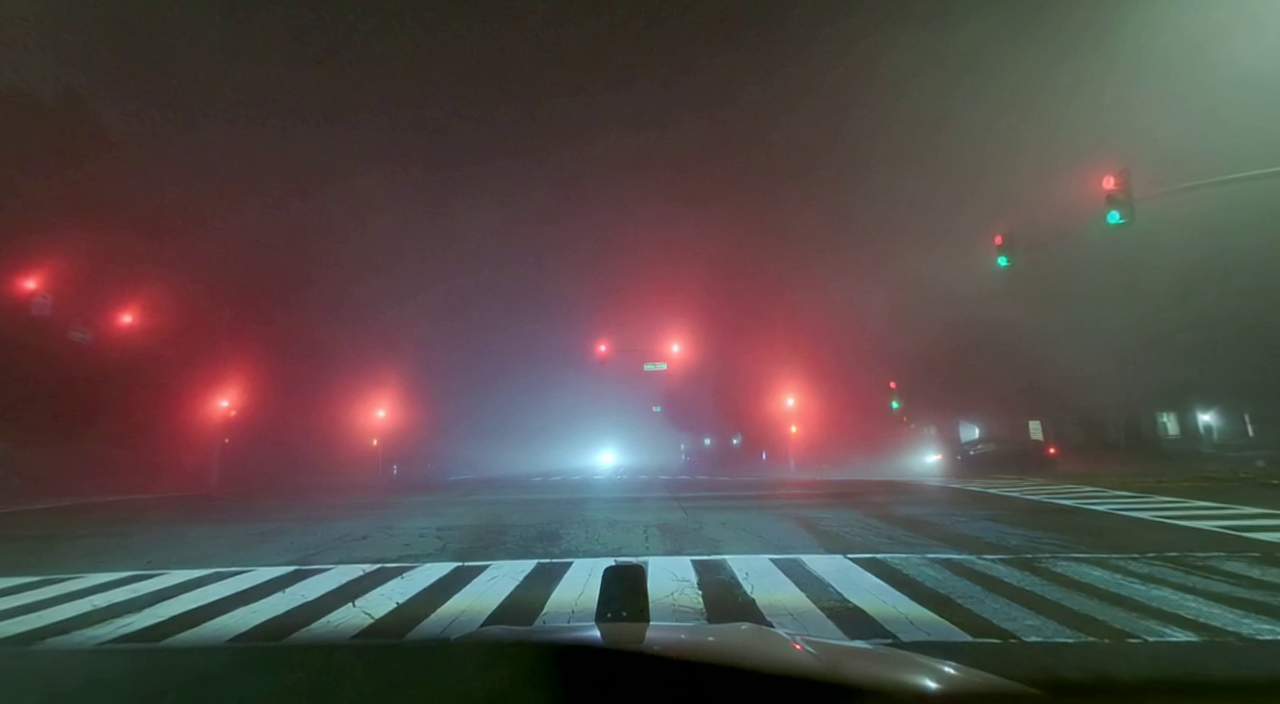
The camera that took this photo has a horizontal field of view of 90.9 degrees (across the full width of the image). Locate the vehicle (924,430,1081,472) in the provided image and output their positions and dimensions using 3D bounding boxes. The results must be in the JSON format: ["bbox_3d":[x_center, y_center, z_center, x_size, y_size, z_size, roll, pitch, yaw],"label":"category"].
[{"bbox_3d":[13.057,3.584,22.872,4.562,1.460,1.822,0,-8,-1],"label":"vehicle"}]
